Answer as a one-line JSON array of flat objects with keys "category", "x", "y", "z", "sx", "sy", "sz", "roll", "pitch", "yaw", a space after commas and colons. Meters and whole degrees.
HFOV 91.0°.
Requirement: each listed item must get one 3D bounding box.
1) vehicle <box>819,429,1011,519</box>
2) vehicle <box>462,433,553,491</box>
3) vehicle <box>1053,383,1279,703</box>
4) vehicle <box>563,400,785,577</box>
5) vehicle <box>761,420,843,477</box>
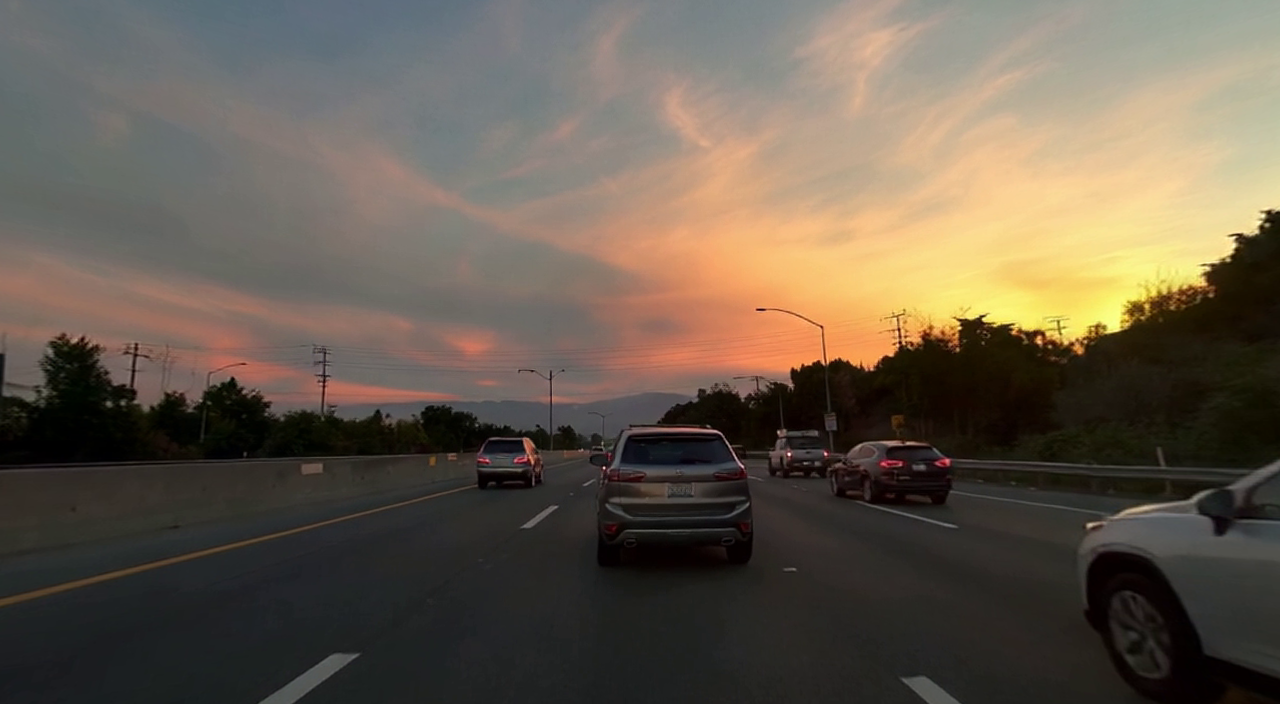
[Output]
[{"category": "vehicle", "x": 5.765, "y": 2.620, "z": 13.989, "sx": 1.972, "sy": 1.647, "sz": 4.429, "roll": 1, "pitch": -9, "yaw": -5}, {"category": "vehicle", "x": -4.394, "y": 3.756, "z": 21.727, "sx": 2.047, "sy": 1.755, "sz": 4.638, "roll": 0, "pitch": -9, "yaw": 1}, {"category": "vehicle", "x": 3.278, "y": 0.705, "z": 1.064, "sx": 2.028, "sy": 1.534, "sz": 4.691, "roll": 0, "pitch": -9, "yaw": 1}, {"category": "vehicle", "x": 0.213, "y": 1.677, "z": 8.374, "sx": 2.230, "sy": 1.740, "sz": 3.976, "roll": 1, "pitch": -9, "yaw": -4}, {"category": "vehicle", "x": 7.697, "y": 4.710, "z": 30.709, "sx": 2.390, "sy": 2.503, "sz": 5.788, "roll": 0, "pitch": -9, "yaw": 0}]
